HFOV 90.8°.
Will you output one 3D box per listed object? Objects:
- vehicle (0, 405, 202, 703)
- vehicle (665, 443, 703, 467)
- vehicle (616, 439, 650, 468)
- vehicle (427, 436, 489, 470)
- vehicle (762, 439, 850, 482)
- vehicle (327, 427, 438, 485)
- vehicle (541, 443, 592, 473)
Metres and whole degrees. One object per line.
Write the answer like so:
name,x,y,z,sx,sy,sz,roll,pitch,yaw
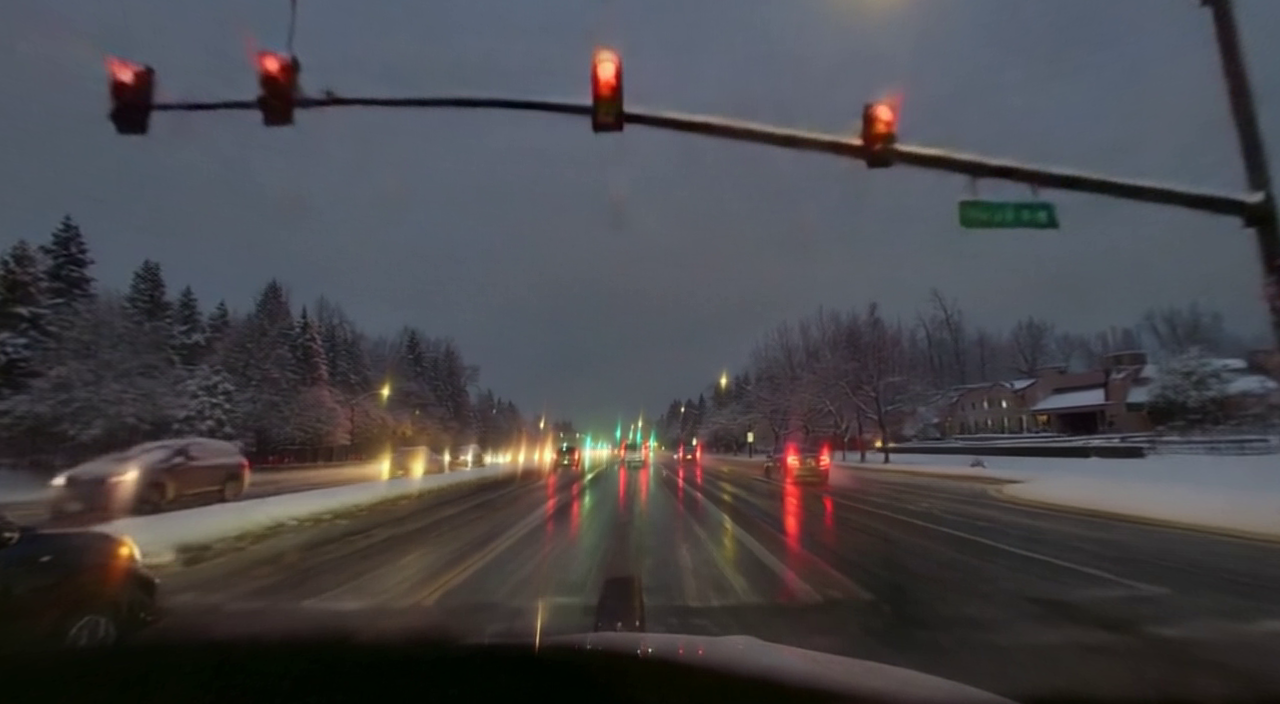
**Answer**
vehicle,-3.706,0.824,1.653,2.018,1.476,4.364,0,-8,-1
vehicle,2.761,6.598,40.716,2.014,1.430,4.103,0,-8,-2
vehicle,-0.412,6.321,39.442,2.008,1.716,4.125,0,-8,0
vehicle,-9.490,5.304,33.300,2.026,1.639,4.496,0,-8,-1
vehicle,6.202,4.113,24.241,2.028,1.451,4.625,0,-8,-2
vehicle,-9.271,3.739,23.236,2.185,1.752,4.599,-4,-8,0
vehicle,-3.772,5.533,33.224,2.163,1.474,4.413,0,-8,0
